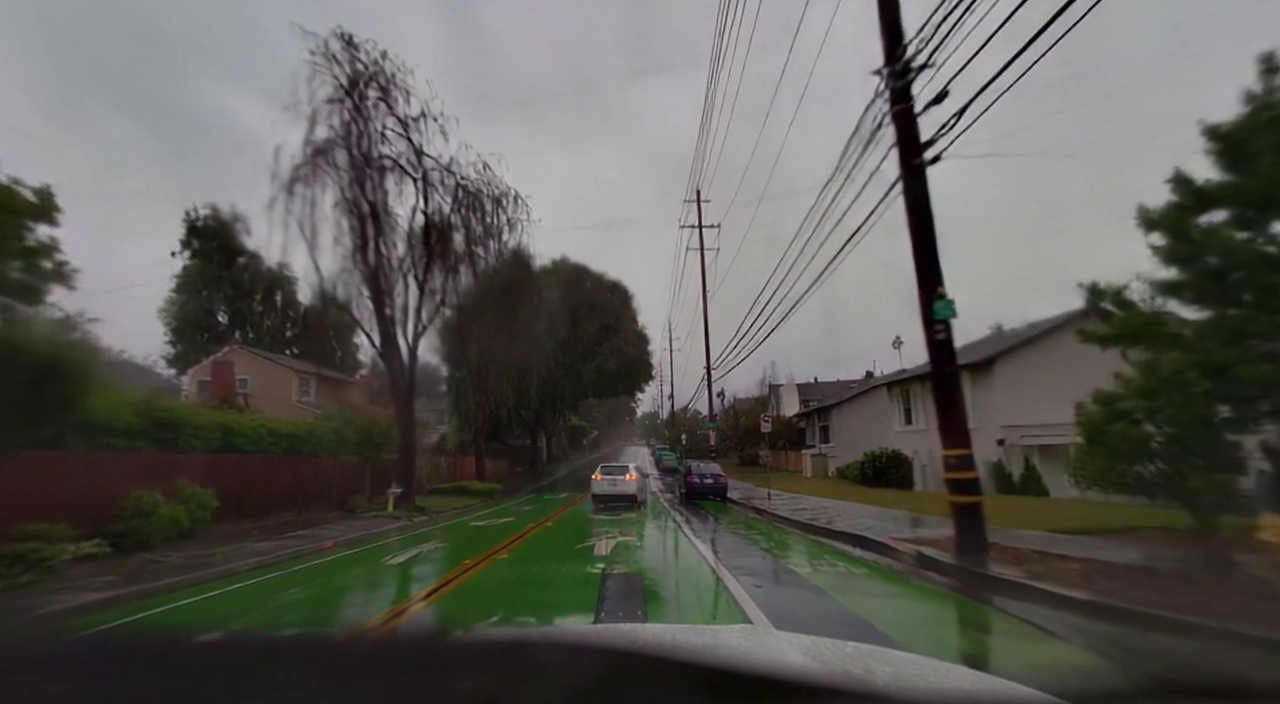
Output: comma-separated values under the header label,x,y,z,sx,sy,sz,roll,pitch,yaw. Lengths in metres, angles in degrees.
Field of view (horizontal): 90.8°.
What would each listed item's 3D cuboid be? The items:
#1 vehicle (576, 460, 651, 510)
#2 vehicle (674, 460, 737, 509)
label,x,y,z,sx,sy,sz,roll,pitch,yaw
vehicle,-0.838,4.694,22.723,2.235,1.500,4.496,-1,-8,3
vehicle,2.559,5.306,25.706,1.909,1.694,4.472,0,-8,-2
